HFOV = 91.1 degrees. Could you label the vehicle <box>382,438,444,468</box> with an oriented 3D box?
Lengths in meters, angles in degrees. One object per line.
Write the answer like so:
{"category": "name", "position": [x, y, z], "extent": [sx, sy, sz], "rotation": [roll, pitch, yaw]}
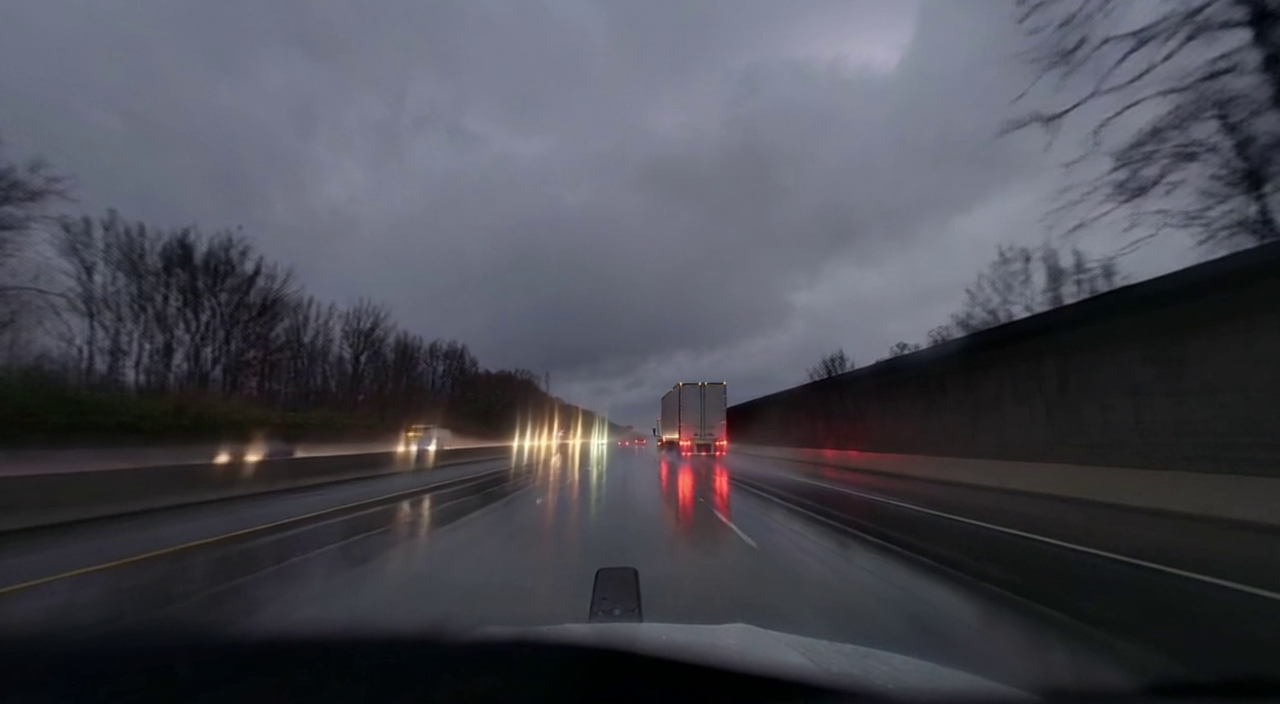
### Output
{"category": "vehicle", "position": [-12.054, 5.357, 33.666], "extent": [1.864, 1.515, 4.052], "rotation": [0, -8, -1]}

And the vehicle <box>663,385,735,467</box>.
{"category": "vehicle", "position": [3.314, 4.771, 40.013], "extent": [2.979, 4.161, 15.508], "rotation": [1, -7, 0]}

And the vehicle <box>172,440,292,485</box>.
{"category": "vehicle", "position": [-15.763, 4.231, 24.573], "extent": [1.938, 1.579, 4.138], "rotation": [0, -8, -1]}
